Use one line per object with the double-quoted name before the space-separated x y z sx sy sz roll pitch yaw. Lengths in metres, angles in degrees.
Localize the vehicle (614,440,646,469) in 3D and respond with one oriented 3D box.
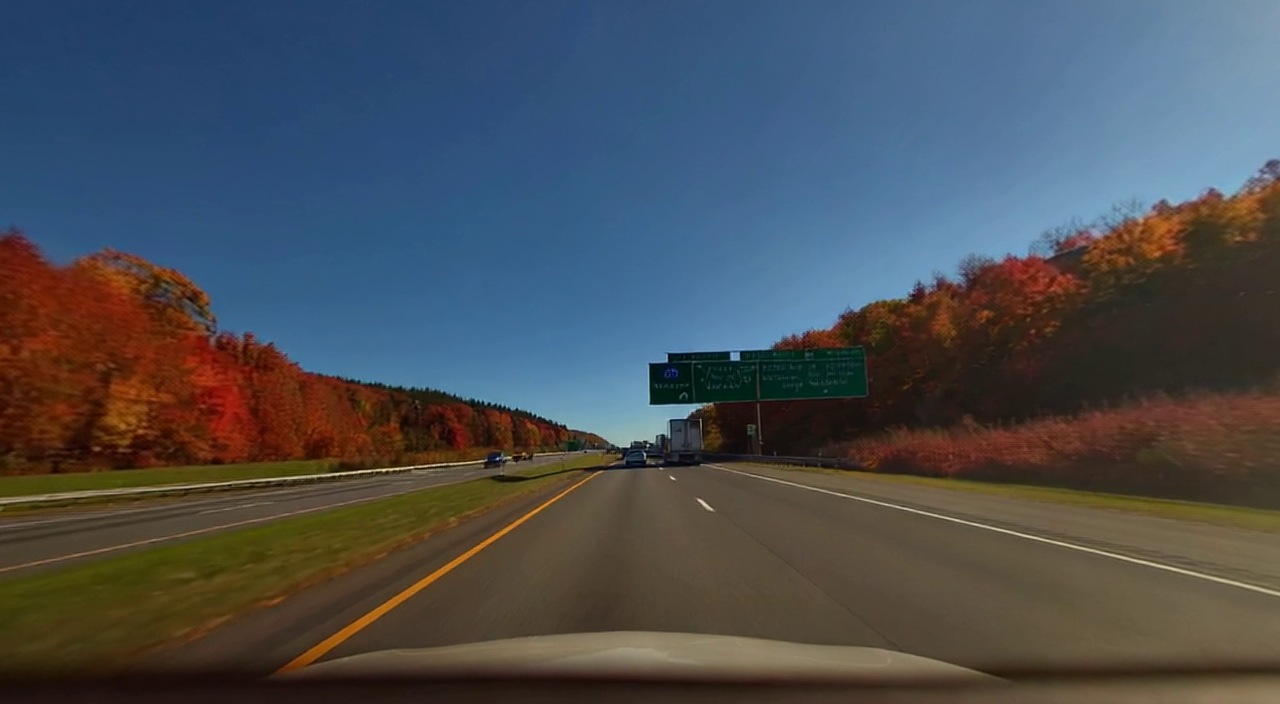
"vehicle" -0.682 7.129 43.754 2.156 1.886 4.334 0 -9 0
